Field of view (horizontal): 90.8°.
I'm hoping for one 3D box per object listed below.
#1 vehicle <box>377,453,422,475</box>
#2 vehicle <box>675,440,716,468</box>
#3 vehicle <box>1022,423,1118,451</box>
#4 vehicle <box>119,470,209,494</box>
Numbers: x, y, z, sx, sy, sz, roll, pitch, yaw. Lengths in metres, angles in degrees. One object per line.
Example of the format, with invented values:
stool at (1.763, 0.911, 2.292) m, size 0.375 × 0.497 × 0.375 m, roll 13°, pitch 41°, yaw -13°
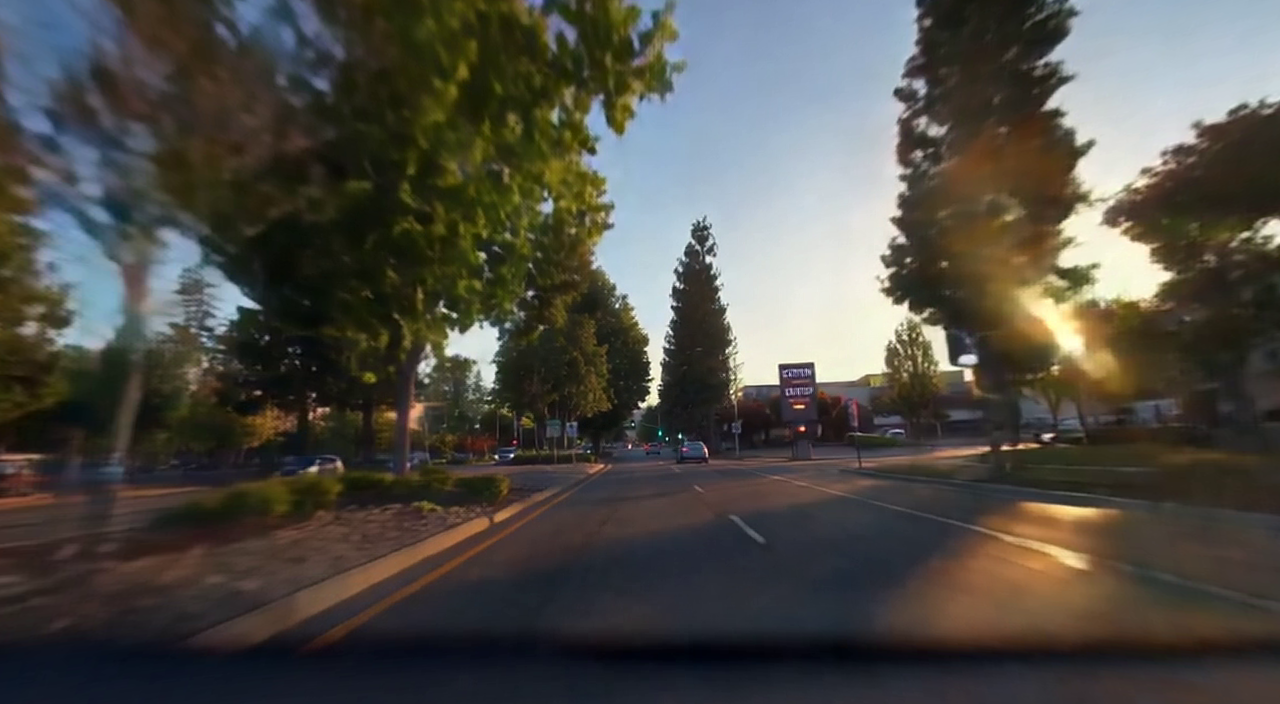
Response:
vehicle at (-18.767, 8.741, 49.438) m, size 1.827 × 1.546 × 4.506 m, roll 0°, pitch -8°, yaw -1°
vehicle at (3.286, 6.108, 37.934) m, size 1.961 × 1.580 × 4.020 m, roll 0°, pitch -8°, yaw -2°
vehicle at (30.949, 6.116, 45.527) m, size 5.373 × 1.958 × 2.152 m, roll 0°, pitch -8°, yaw -3°
vehicle at (-32.003, 8.741, 42.570) m, size 4.350 × 1.465 × 1.922 m, roll 1°, pitch -8°, yaw -7°
